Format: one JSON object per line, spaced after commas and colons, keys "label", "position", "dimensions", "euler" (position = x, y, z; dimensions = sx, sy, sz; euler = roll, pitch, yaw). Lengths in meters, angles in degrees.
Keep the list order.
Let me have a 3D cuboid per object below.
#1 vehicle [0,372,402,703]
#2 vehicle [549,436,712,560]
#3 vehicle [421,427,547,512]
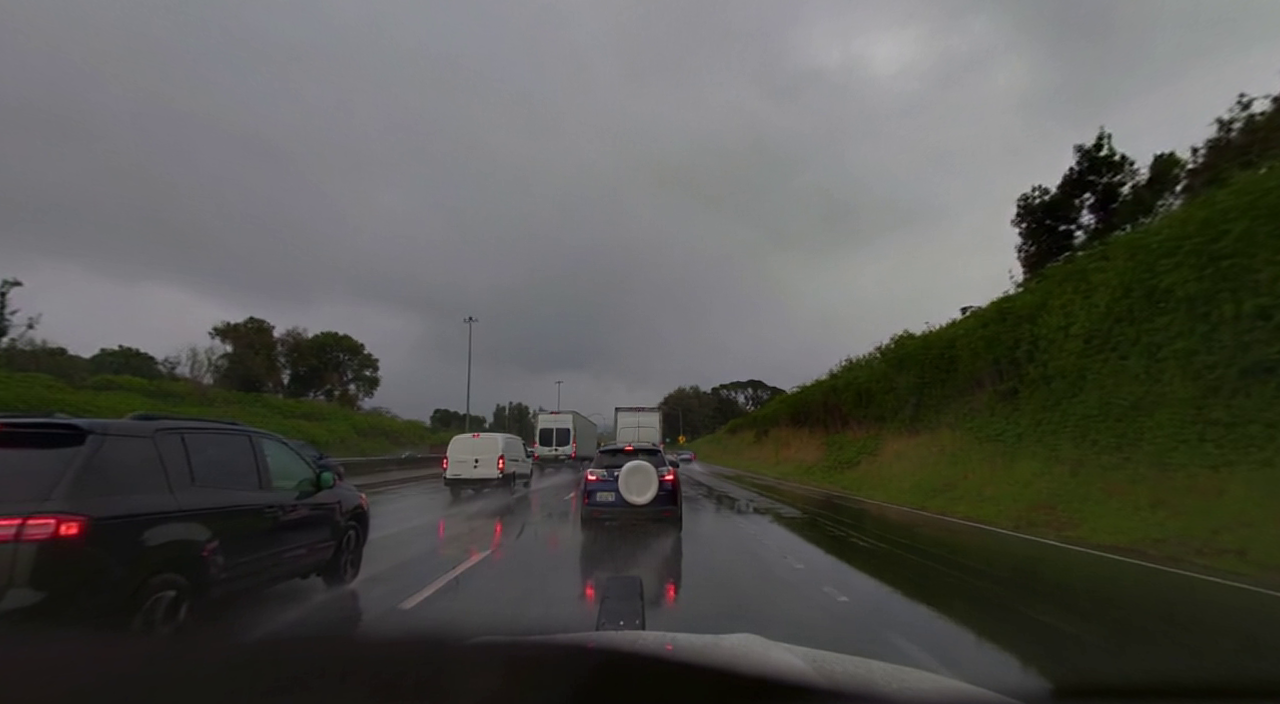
{"label": "vehicle", "position": [-3.666, 1.250, 4.712], "dimensions": [2.029, 1.656, 4.437], "euler": [0, -9, 0]}
{"label": "vehicle", "position": [-0.125, 2.065, 9.514], "dimensions": [1.995, 1.495, 3.380], "euler": [0, -9, 0]}
{"label": "vehicle", "position": [-3.955, 3.073, 16.897], "dimensions": [2.055, 1.913, 4.584], "euler": [-1, -9, 2]}
